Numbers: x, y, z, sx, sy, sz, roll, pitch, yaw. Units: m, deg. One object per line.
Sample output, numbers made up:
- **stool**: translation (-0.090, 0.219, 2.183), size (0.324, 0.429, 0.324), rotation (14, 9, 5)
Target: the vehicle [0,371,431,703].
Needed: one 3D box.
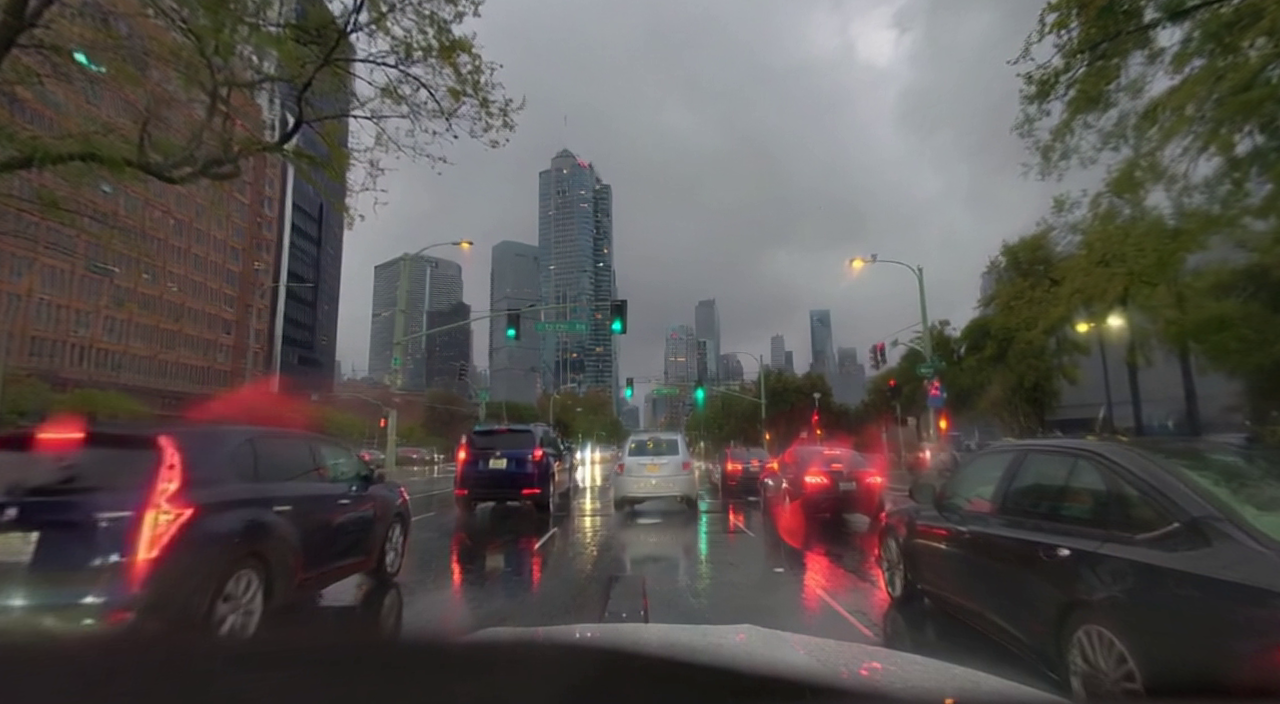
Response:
- **vehicle**: translation (-3.417, 1.273, 5.115), size (2.046, 1.744, 4.407), rotation (0, -8, -2)

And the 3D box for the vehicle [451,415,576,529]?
- **vehicle**: translation (-2.501, 2.449, 13.386), size (1.683, 2.039, 3.703), rotation (0, -8, 3)

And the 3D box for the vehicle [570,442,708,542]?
- **vehicle**: translation (0.009, 2.348, 11.259), size (2.031, 1.461, 3.763), rotation (0, -8, 1)

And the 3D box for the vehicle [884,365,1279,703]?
- **vehicle**: translation (3.344, 1.079, 3.659), size (2.179, 1.631, 4.173), rotation (0, -8, 0)

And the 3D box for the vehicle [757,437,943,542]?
- **vehicle**: translation (3.569, 2.393, 11.756), size (1.973, 1.537, 4.533), rotation (0, -8, 1)
